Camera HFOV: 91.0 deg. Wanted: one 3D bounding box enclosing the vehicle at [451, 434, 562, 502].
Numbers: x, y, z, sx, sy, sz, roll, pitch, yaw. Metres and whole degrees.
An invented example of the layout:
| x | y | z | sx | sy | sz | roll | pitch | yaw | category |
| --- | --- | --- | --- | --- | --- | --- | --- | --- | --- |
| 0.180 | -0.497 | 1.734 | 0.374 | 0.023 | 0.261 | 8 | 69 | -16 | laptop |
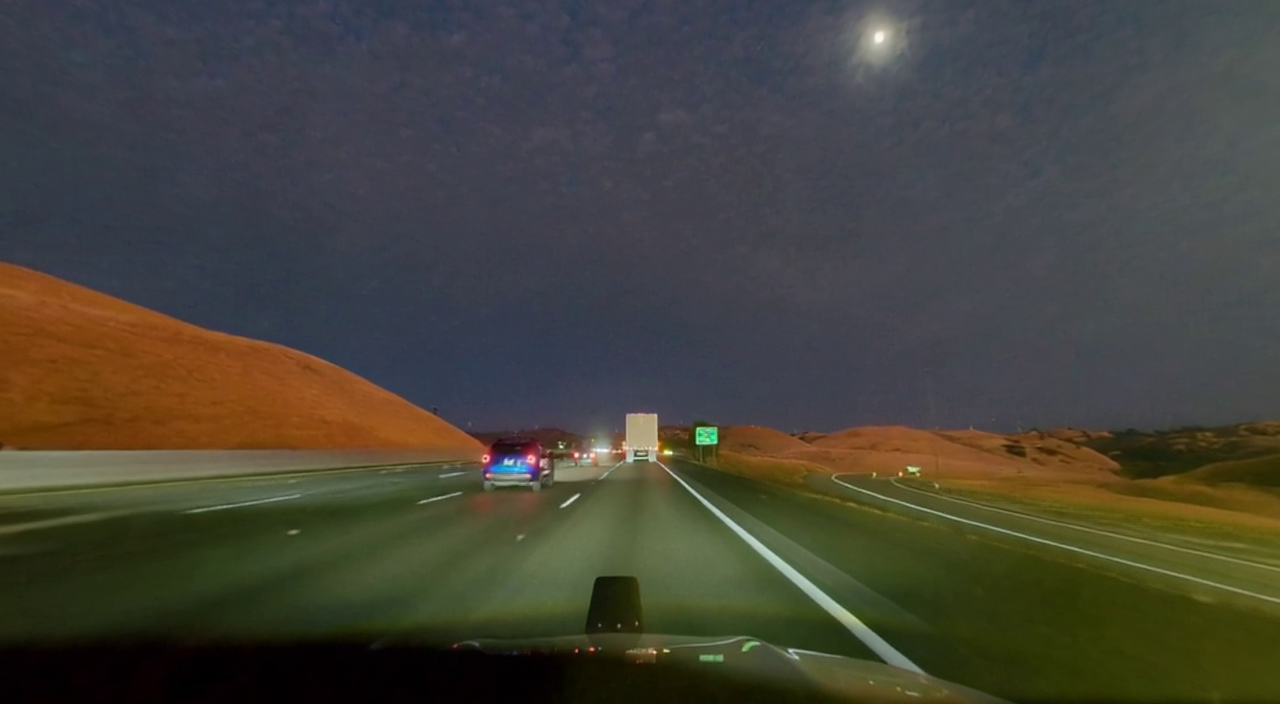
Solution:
| x | y | z | sx | sy | sz | roll | pitch | yaw | category |
| --- | --- | --- | --- | --- | --- | --- | --- | --- | --- |
| -3.759 | 3.377 | 18.735 | 2.194 | 1.725 | 4.698 | 0 | -9 | 1 | vehicle |

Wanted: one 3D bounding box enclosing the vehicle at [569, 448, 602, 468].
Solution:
| x | y | z | sx | sy | sz | roll | pitch | yaw | category |
| --- | --- | --- | --- | --- | --- | --- | --- | --- | --- |
| -4.184 | 8.214 | 49.105 | 2.101 | 1.476 | 4.471 | 0 | -9 | 0 | vehicle |
